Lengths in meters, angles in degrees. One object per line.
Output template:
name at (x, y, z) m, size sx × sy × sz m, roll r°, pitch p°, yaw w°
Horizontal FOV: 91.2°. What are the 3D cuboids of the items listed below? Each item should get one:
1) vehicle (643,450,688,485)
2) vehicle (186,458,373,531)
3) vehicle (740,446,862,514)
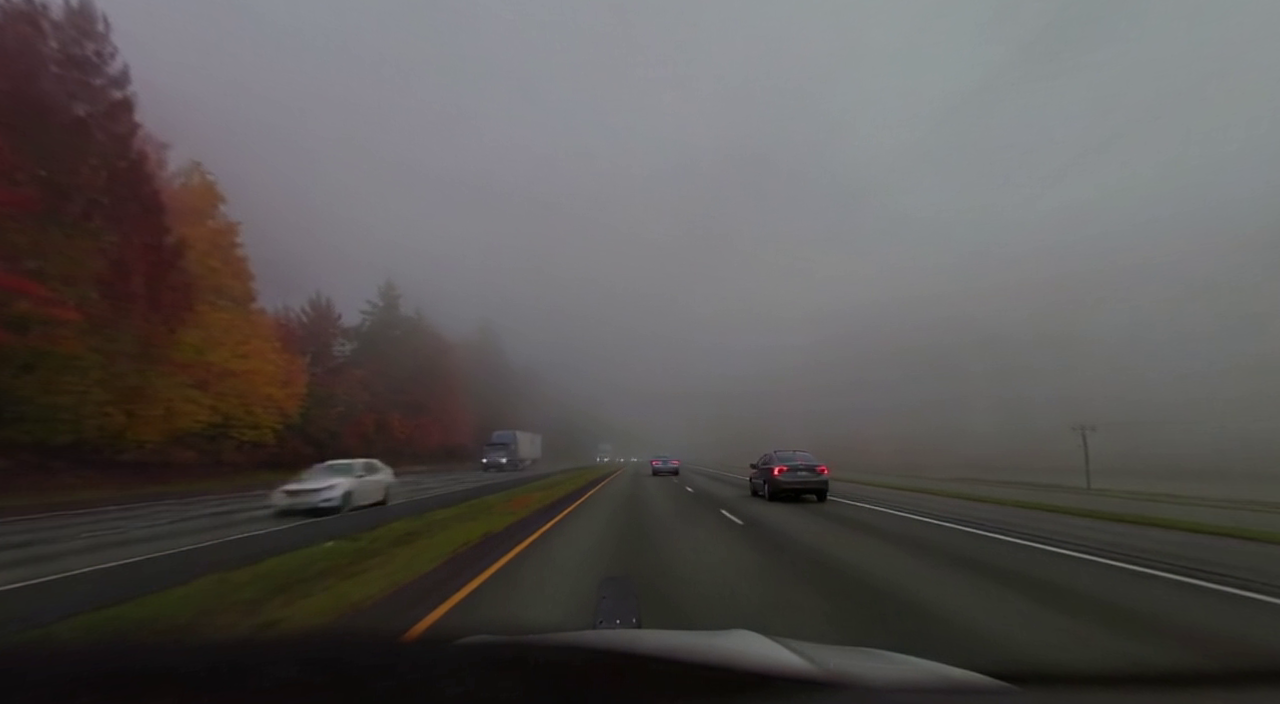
vehicle at (1.199, 5.668, 31.101) m, size 2.070 × 1.546 × 4.648 m, roll 0°, pitch -9°, yaw 1°
vehicle at (-8.911, 3.519, 16.101) m, size 1.991 × 1.505 × 4.657 m, roll 0°, pitch -9°, yaw 0°
vehicle at (4.093, 3.321, 16.774) m, size 2.119 × 1.557 × 4.163 m, roll 0°, pitch -9°, yaw 0°
